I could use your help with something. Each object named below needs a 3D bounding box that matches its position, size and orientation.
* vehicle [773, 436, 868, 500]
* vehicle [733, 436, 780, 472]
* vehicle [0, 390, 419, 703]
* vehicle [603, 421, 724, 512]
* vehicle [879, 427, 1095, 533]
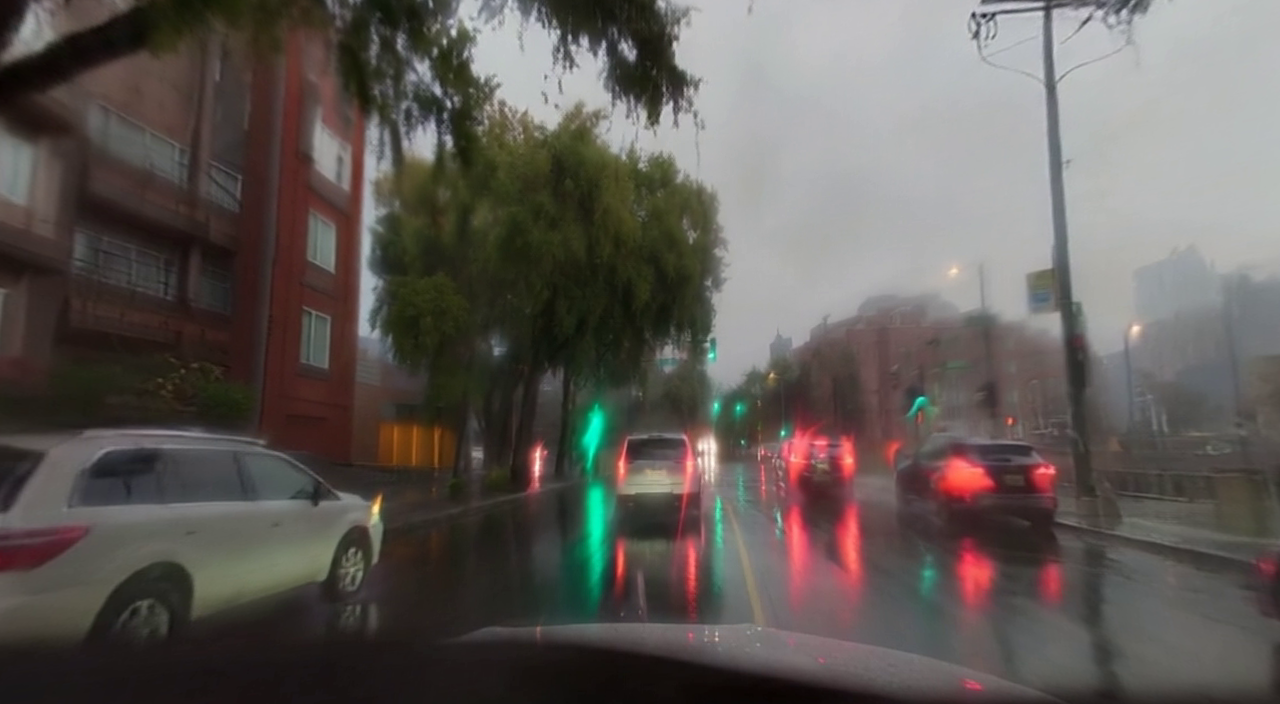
[{"bbox_3d":[5.103,3.310,18.420,2.111,1.619,4.077,-1,-9,9],"label":"vehicle"},{"bbox_3d":[5.991,5.300,33.024,2.111,1.705,4.093,-1,-9,7],"label":"vehicle"},{"bbox_3d":[-3.978,1.415,5.424,2.013,1.772,4.439,-2,-9,9],"label":"vehicle"},{"bbox_3d":[0.789,2.730,15.561,2.333,1.832,5.200,-2,-9,9],"label":"vehicle"},{"bbox_3d":[7.057,2.631,13.763,2.093,1.815,5.441,-1,-9,6],"label":"vehicle"}]
